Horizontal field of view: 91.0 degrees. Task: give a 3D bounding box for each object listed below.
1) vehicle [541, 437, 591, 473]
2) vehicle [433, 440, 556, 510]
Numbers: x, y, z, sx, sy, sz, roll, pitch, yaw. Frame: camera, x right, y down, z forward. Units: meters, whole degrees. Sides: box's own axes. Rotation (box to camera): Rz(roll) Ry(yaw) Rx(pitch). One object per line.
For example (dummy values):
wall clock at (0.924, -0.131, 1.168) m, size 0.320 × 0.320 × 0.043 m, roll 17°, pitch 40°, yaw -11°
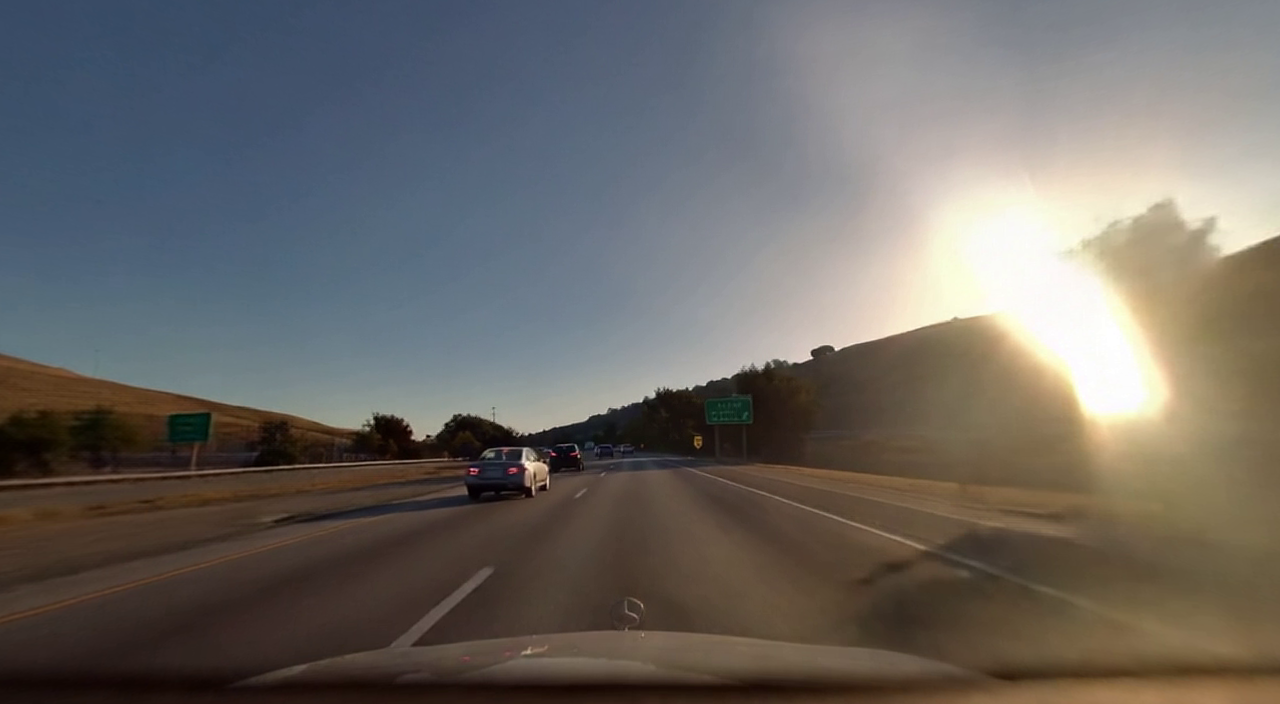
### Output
vehicle at (-4.059, 5.787, 35.385) m, size 2.177 × 1.852 × 4.427 m, roll 0°, pitch -9°, yaw 1°
vehicle at (-3.535, 3.106, 16.328) m, size 2.044 × 1.527 × 4.607 m, roll 0°, pitch -9°, yaw 1°
